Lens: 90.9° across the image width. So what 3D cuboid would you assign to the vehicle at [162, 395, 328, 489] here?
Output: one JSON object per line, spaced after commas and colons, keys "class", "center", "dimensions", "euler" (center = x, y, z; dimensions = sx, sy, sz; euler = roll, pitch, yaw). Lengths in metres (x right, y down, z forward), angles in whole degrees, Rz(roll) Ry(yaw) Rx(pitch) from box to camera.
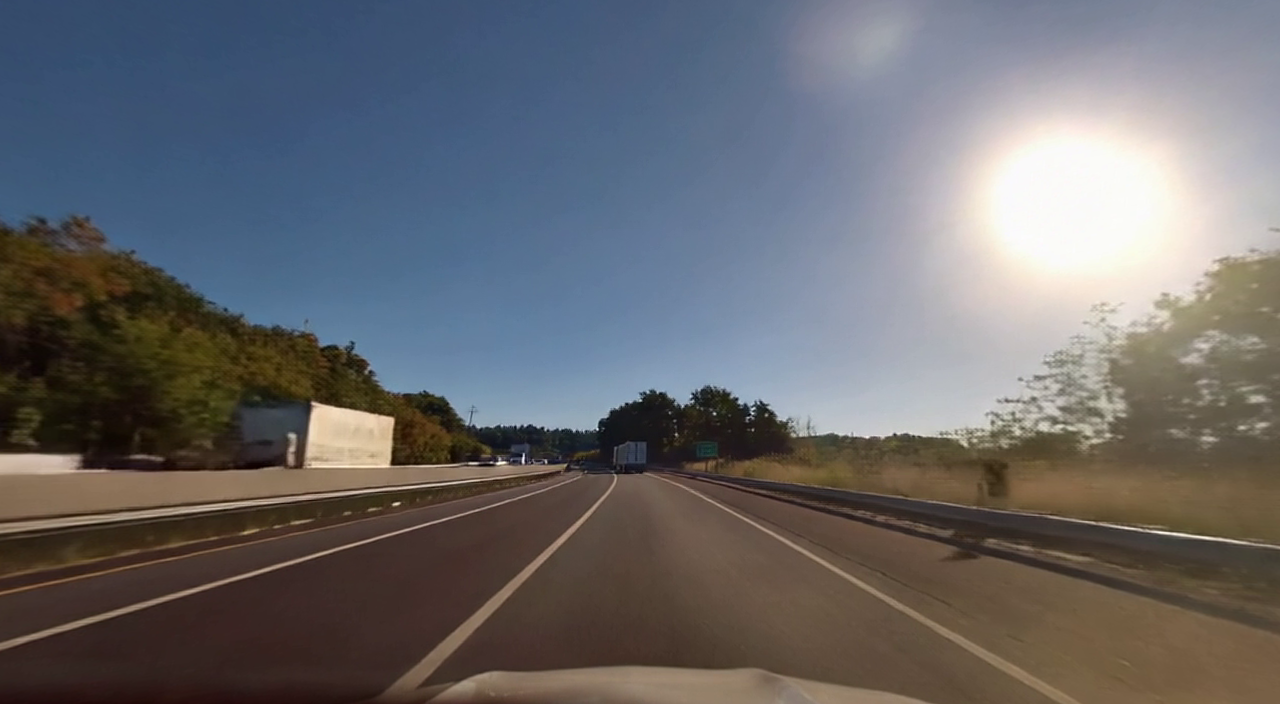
{"class": "vehicle", "center": [-16.606, 3.983, 27.146], "dimensions": [3.088, 3.528, 5.922], "euler": [1, -11, 0]}
